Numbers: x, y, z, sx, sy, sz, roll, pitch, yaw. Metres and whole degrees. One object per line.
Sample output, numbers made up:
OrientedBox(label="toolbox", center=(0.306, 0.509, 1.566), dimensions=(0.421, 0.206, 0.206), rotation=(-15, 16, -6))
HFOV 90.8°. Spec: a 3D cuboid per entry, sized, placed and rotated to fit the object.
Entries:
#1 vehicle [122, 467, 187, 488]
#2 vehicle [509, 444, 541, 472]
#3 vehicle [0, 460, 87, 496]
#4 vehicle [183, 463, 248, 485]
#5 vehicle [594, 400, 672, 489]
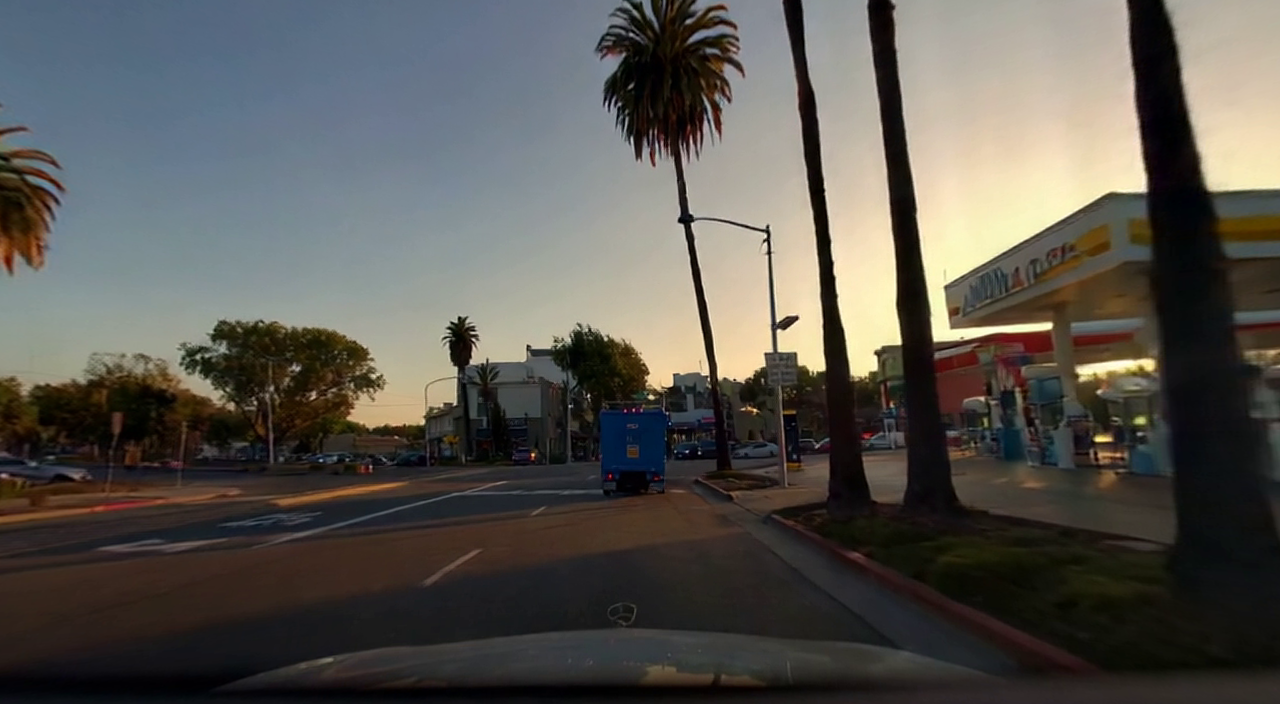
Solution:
OrientedBox(label="vehicle", center=(-35.836, 9.258, 46.723), dimensions=(1.834, 1.383, 3.707), rotation=(0, -8, 0))
OrientedBox(label="vehicle", center=(-7.576, 6.981, 41.864), dimensions=(1.997, 1.679, 4.263), rotation=(1, -8, -9))
OrientedBox(label="vehicle", center=(-28.311, 5.694, 28.568), dimensions=(4.568, 1.466, 1.848), rotation=(4, -9, -27))
OrientedBox(label="vehicle", center=(-31.115, 8.921, 46.443), dimensions=(1.766, 1.428, 4.337), rotation=(0, -8, 1))
OrientedBox(label="vehicle", center=(-0.081, 3.516, 24.096), dimensions=(2.463, 2.954, 5.938), rotation=(-1, -8, 4))
